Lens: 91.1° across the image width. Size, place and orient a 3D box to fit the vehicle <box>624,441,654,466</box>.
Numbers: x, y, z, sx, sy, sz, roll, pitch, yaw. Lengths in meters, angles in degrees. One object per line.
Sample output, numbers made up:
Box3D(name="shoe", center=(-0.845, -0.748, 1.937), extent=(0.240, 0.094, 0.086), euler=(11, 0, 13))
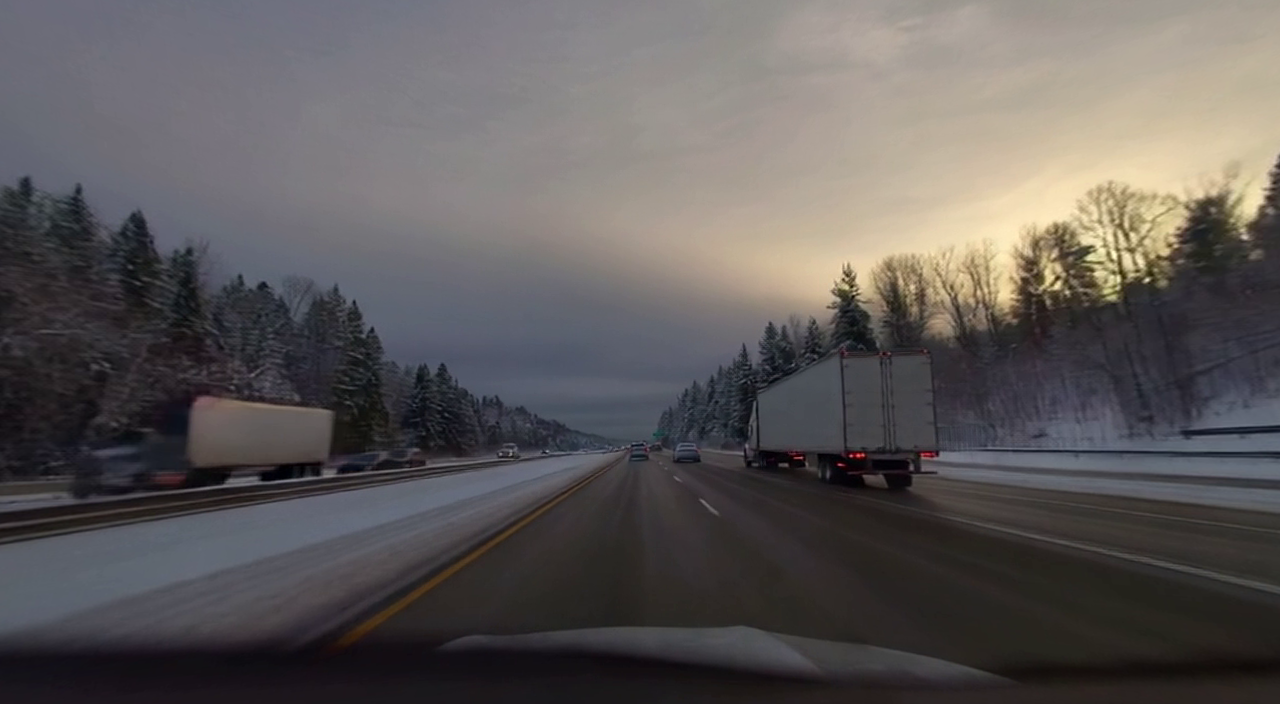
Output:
Box3D(name="vehicle", center=(-0.112, 7.524, 46.701), extent=(2.114, 1.706, 4.106), euler=(0, -9, 0))

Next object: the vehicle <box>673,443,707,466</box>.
Box3D(name="vehicle", center=(3.538, 7.406, 45.426), extent=(2.025, 1.534, 4.179), euler=(0, -9, -1))

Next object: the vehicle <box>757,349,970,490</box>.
Box3D(name="vehicle", center=(7.754, 2.988, 25.226), extent=(3.044, 4.073, 14.016), euler=(0, -9, -1))
